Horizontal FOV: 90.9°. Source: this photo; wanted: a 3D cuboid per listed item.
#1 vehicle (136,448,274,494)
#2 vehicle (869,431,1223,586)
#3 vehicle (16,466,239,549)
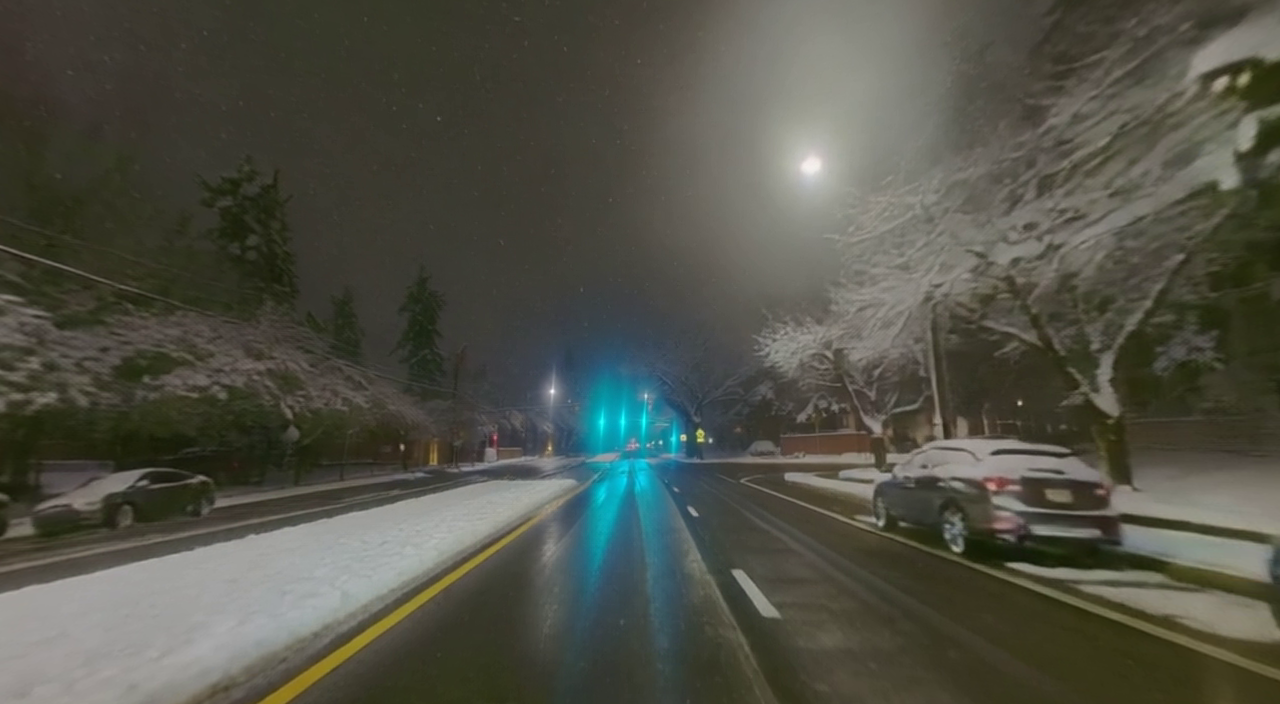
[{"bbox_3d":[-20.766,5.689,30.279,5.039,2.037,2.093,-1,-8,1],"label":"vehicle"},{"bbox_3d":[4.862,1.888,8.538,1.915,1.521,4.375,0,-8,1],"label":"vehicle"},{"bbox_3d":[-12.504,3.774,15.882,1.851,1.472,4.532,-2,-7,0],"label":"vehicle"}]
